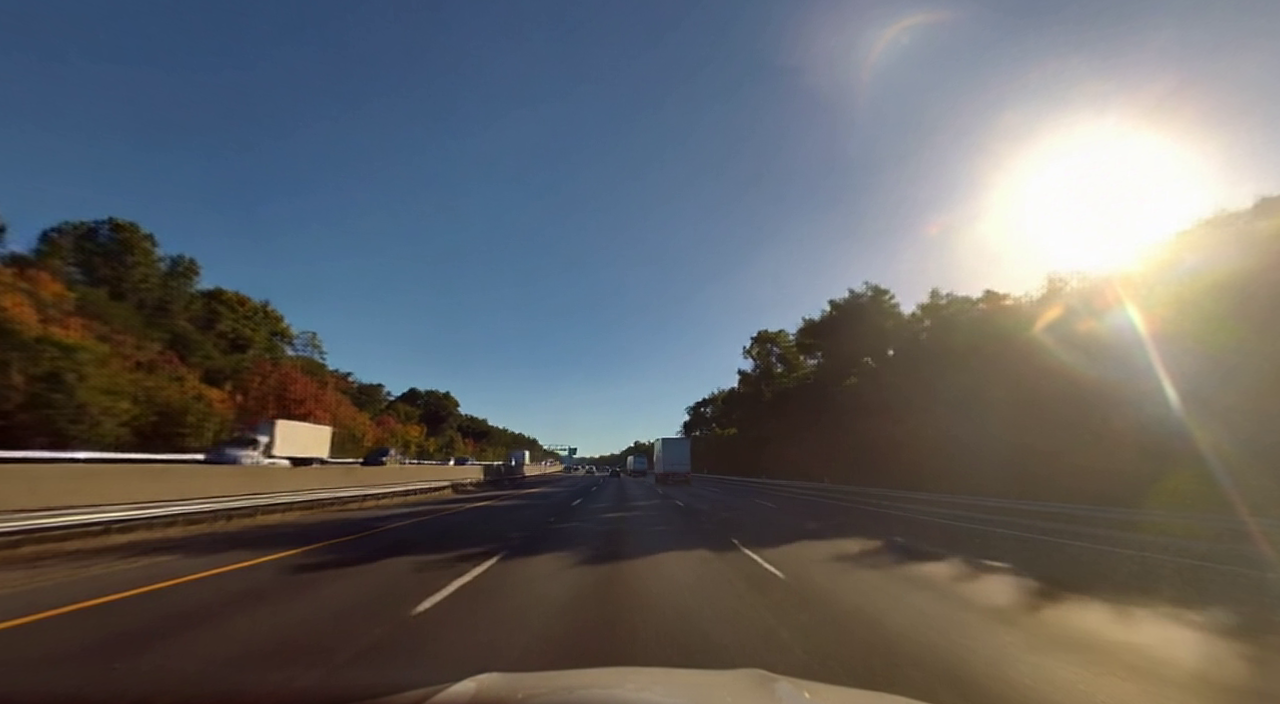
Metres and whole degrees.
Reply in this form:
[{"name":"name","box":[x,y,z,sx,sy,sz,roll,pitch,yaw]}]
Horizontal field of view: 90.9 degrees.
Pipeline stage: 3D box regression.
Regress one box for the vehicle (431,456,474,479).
[{"name":"vehicle","box":[-12.591,7.816,42.561,1.797,1.397,3.811,1,-11,-1]}]

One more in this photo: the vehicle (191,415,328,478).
[{"name":"vehicle","box":[-16.097,4.167,27.186,2.228,2.396,5.865,1,-11,-1]}]
